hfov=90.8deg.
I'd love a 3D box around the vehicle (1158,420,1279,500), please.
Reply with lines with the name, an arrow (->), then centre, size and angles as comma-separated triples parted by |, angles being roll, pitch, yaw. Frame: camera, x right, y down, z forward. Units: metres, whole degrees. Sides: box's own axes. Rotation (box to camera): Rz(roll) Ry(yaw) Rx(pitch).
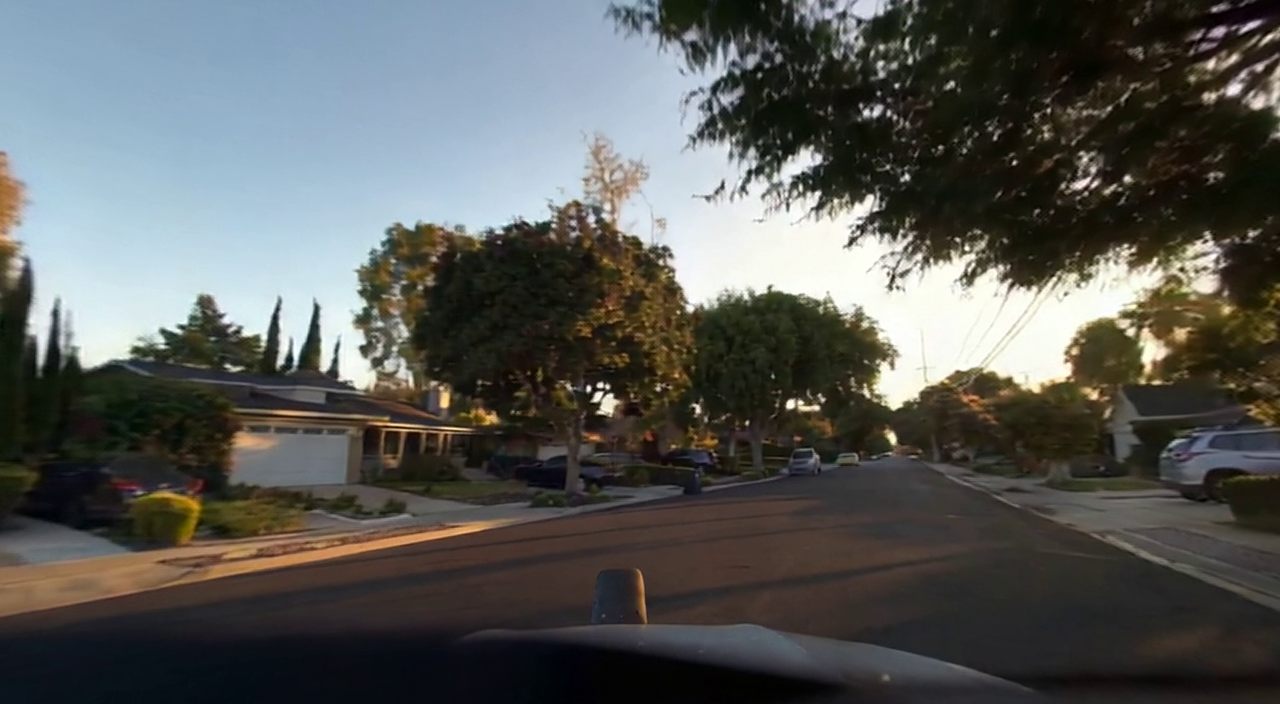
vehicle -> 16.840, 2.656, 15.595 | 5.693, 1.886, 2.235 | -4, -9, 23

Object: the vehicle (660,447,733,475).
vehicle -> 4.193, 8.083, 47.187 | 5.033, 1.997, 2.126 | -3, -9, 20
